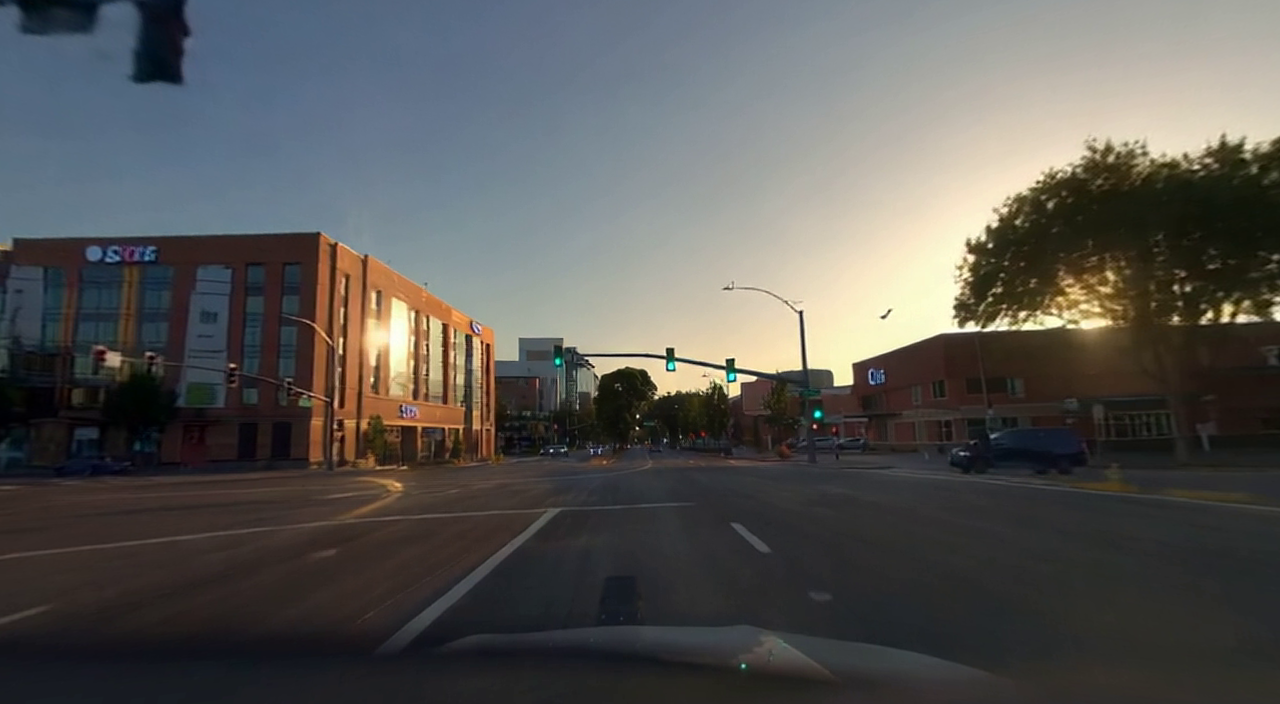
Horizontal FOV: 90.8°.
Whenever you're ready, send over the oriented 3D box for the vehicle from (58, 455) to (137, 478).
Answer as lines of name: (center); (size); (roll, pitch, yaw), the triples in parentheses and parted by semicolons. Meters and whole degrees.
vehicle: (-38.044, 8.008, 44.330); (4.249, 1.483, 1.890); (-3, -8, 12)
